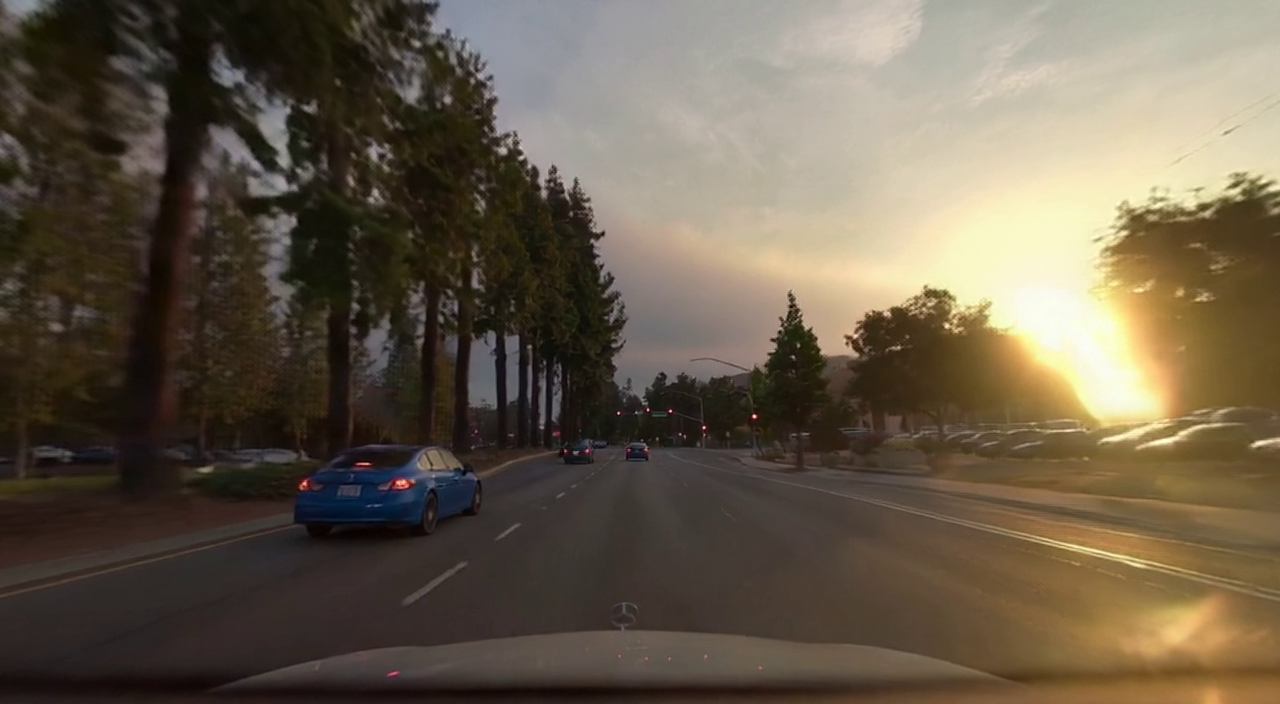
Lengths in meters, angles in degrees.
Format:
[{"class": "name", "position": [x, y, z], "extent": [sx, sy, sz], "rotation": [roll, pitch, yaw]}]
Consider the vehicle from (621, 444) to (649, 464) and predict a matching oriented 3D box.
[{"class": "vehicle", "position": [-0.393, 7.642, 47.644], "extent": [1.991, 1.431, 4.199], "rotation": [0, -9, -1]}]

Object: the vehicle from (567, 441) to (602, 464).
[{"class": "vehicle", "position": [-3.999, 7.364, 46.271], "extent": [2.103, 1.592, 4.160], "rotation": [0, -8, 1]}]

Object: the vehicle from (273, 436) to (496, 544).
[{"class": "vehicle", "position": [-3.891, 2.163, 10.616], "extent": [1.905, 1.418, 4.396], "rotation": [0, -8, 0]}]

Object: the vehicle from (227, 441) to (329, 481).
[{"class": "vehicle", "position": [-16.484, 4.969, 29.102], "extent": [1.973, 1.660, 4.705], "rotation": [0, -8, -1]}]
